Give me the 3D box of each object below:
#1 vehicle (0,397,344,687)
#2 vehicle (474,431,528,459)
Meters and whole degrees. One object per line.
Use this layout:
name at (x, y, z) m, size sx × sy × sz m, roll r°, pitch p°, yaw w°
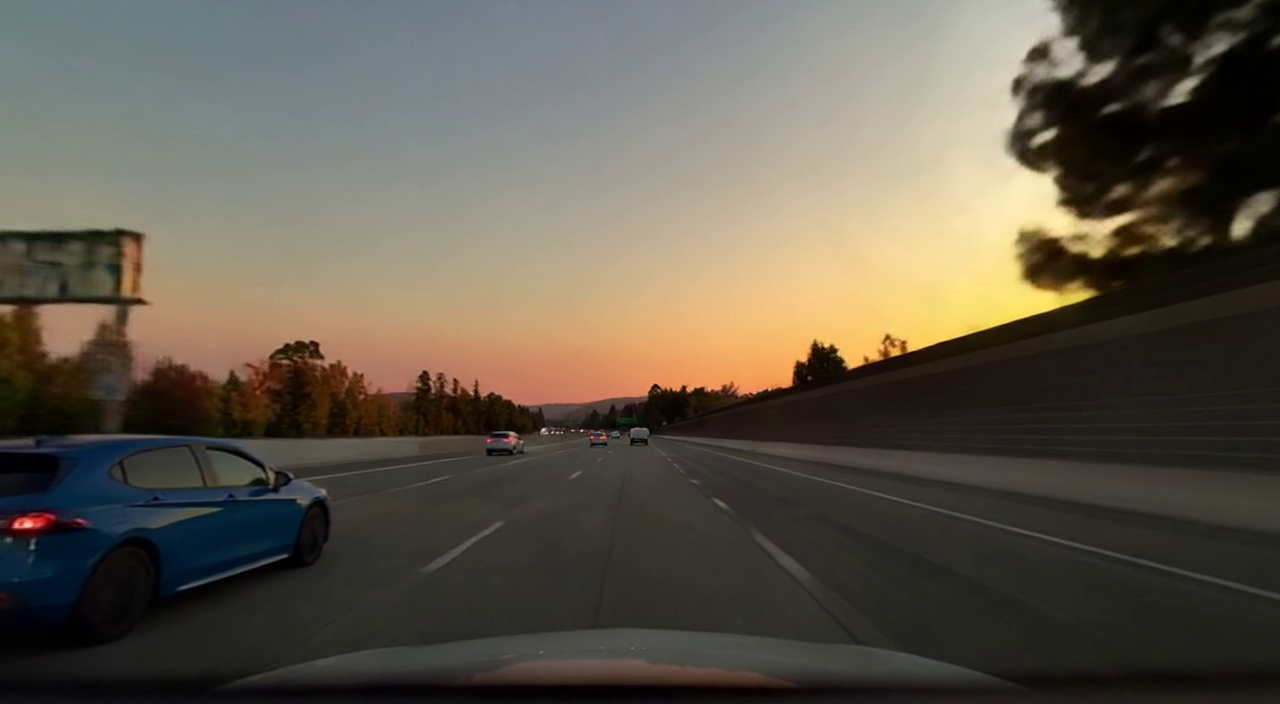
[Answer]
vehicle at (-4.354, 1.221, 4.974) m, size 2.079 × 1.500 × 3.881 m, roll 0°, pitch -8°, yaw 1°
vehicle at (-8.167, 5.498, 37.404) m, size 2.053 × 1.582 × 4.878 m, roll 0°, pitch -8°, yaw 1°
